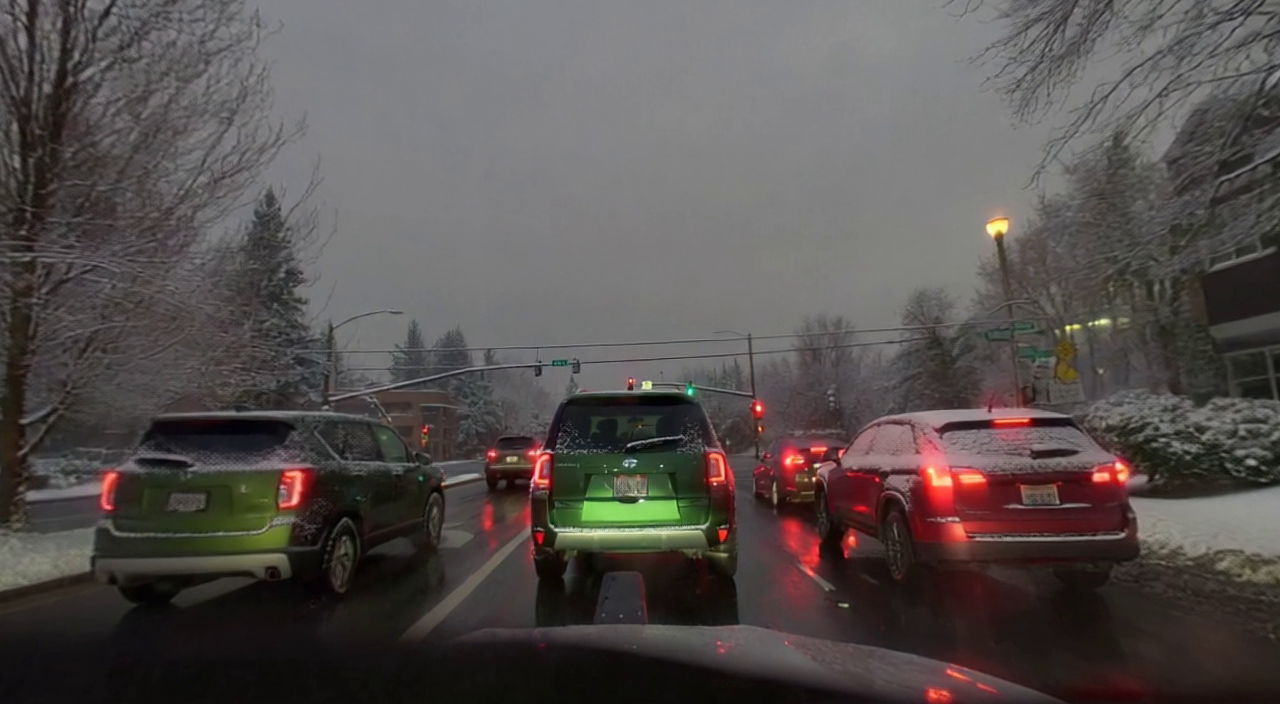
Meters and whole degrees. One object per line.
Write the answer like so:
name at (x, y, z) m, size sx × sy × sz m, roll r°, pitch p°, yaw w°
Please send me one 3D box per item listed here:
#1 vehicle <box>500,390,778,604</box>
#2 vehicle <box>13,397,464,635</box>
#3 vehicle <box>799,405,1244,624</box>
vehicle at (-0.029, 1.490, 7.249) m, size 2.294 × 1.761 × 3.857 m, roll 0°, pitch -9°, yaw -1°
vehicle at (-3.371, 1.444, 6.501) m, size 1.961 × 1.639 × 4.064 m, roll 0°, pitch -9°, yaw -1°
vehicle at (3.466, 1.559, 7.041) m, size 2.202 × 1.657 × 4.298 m, roll 0°, pitch -9°, yaw -1°
